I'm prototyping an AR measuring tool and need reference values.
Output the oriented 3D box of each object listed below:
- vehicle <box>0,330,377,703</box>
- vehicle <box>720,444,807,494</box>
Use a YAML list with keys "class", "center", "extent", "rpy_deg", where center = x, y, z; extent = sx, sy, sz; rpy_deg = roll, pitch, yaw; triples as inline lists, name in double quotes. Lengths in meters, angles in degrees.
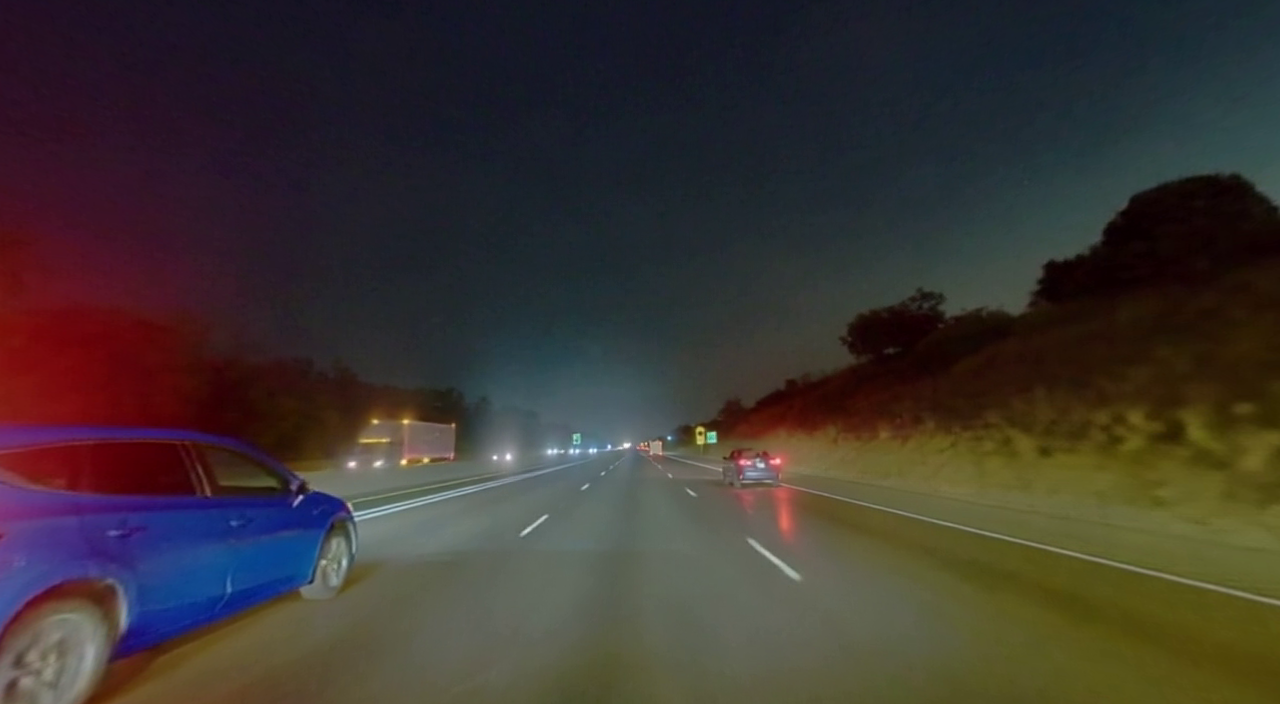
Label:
- class: "vehicle"
  center: [-3.170, 0.882, 2.584]
  extent: [2.277, 1.695, 4.475]
  rpy_deg: [0, -9, -1]
- class: "vehicle"
  center: [3.934, 3.783, 20.779]
  extent: [1.967, 1.472, 3.751]
  rpy_deg: [0, -9, -2]
